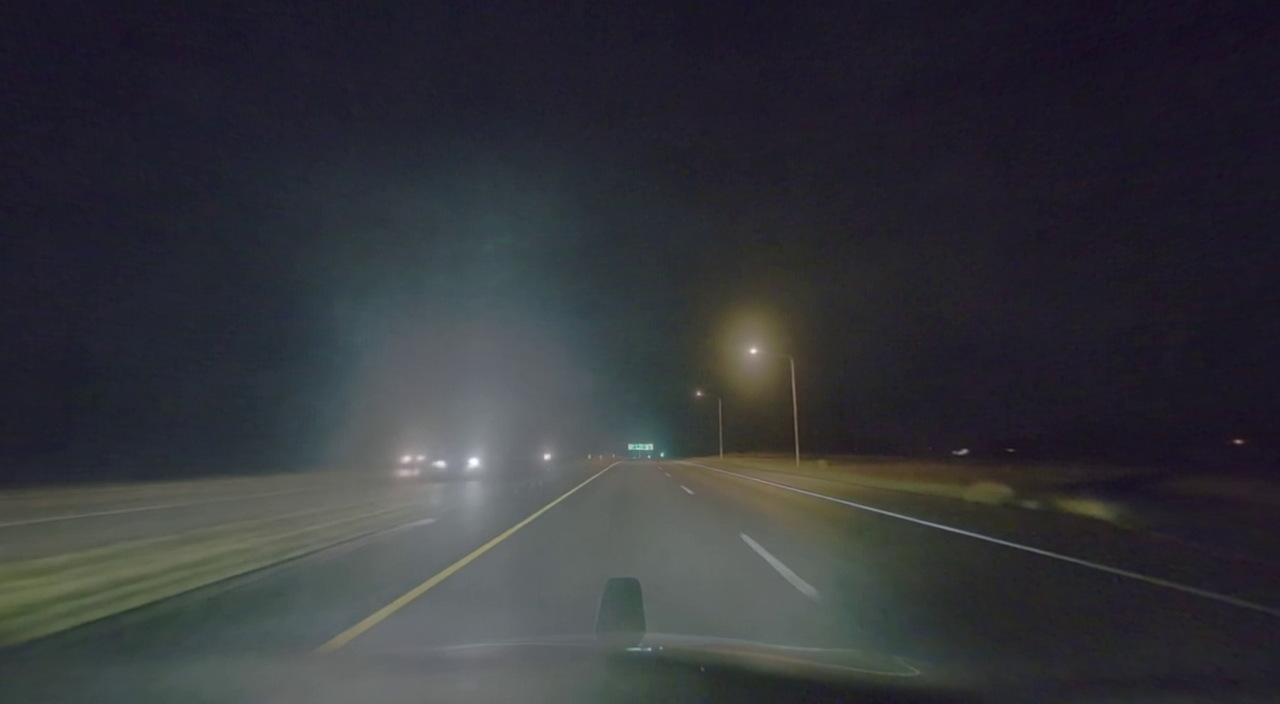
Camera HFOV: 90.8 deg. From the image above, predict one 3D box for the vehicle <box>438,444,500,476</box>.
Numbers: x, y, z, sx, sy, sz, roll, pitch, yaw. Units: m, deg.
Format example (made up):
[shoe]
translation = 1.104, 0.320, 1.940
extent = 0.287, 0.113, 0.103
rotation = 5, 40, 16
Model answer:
[vehicle]
translation = -8.667, 5.503, 32.366
extent = 2.003, 1.535, 4.230
rotation = 0, -9, 0
